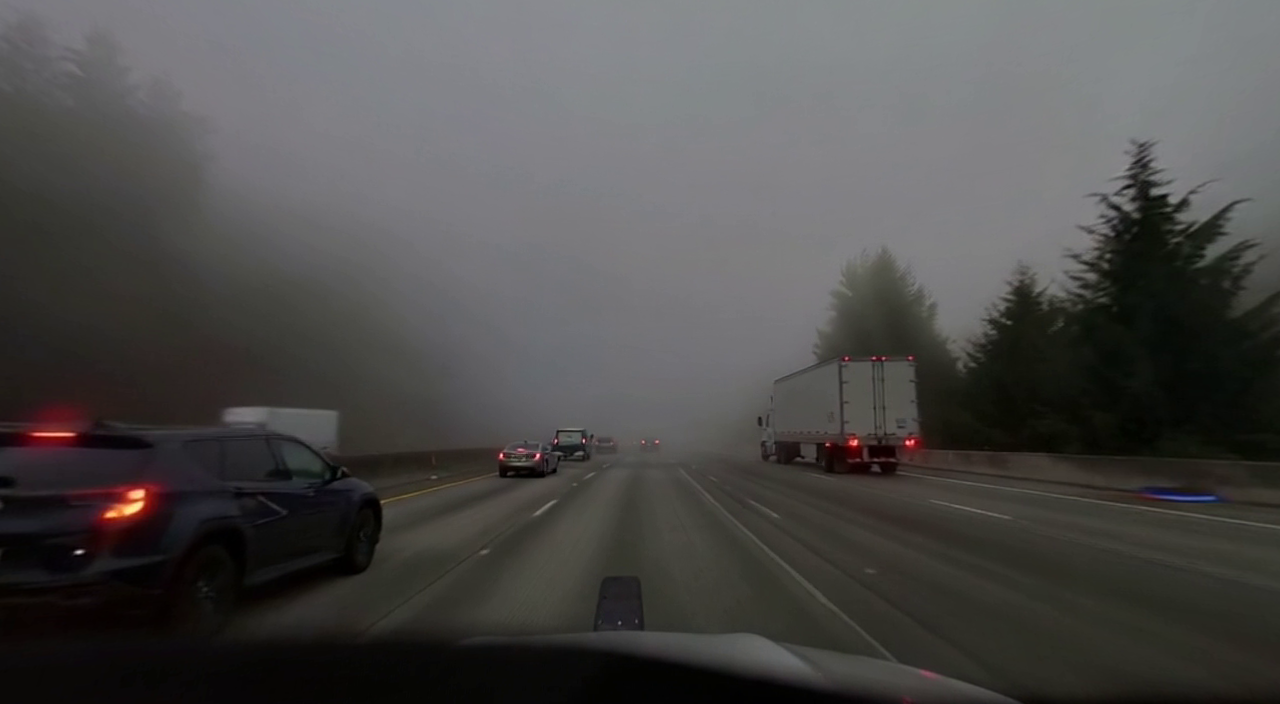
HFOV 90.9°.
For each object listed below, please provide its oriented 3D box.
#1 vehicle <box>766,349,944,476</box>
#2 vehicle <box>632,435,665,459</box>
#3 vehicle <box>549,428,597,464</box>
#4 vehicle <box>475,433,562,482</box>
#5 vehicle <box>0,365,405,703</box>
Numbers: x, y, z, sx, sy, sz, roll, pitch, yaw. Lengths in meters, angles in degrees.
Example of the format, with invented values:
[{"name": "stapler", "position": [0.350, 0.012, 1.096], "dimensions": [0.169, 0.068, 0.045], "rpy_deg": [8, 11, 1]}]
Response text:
[{"name": "vehicle", "position": [8.326, 2.883, 27.400], "dimensions": [2.866, 4.100, 14.057], "rpy_deg": [0, -8, 0]}, {"name": "vehicle", "position": [0.544, 6.086, 40.609], "dimensions": [2.004, 1.465, 3.842], "rpy_deg": [0, -8, 0]}, {"name": "vehicle", "position": [-3.515, 4.998, 33.727], "dimensions": [2.064, 1.826, 4.263], "rpy_deg": [0, -8, 1]}, {"name": "vehicle", "position": [-3.951, 3.477, 21.198], "dimensions": [2.013, 1.460, 4.027], "rpy_deg": [0, -8, 1]}, {"name": "vehicle", "position": [-3.576, 1.135, 4.510], "dimensions": [2.137, 1.618, 4.209], "rpy_deg": [0, -8, 0]}]
